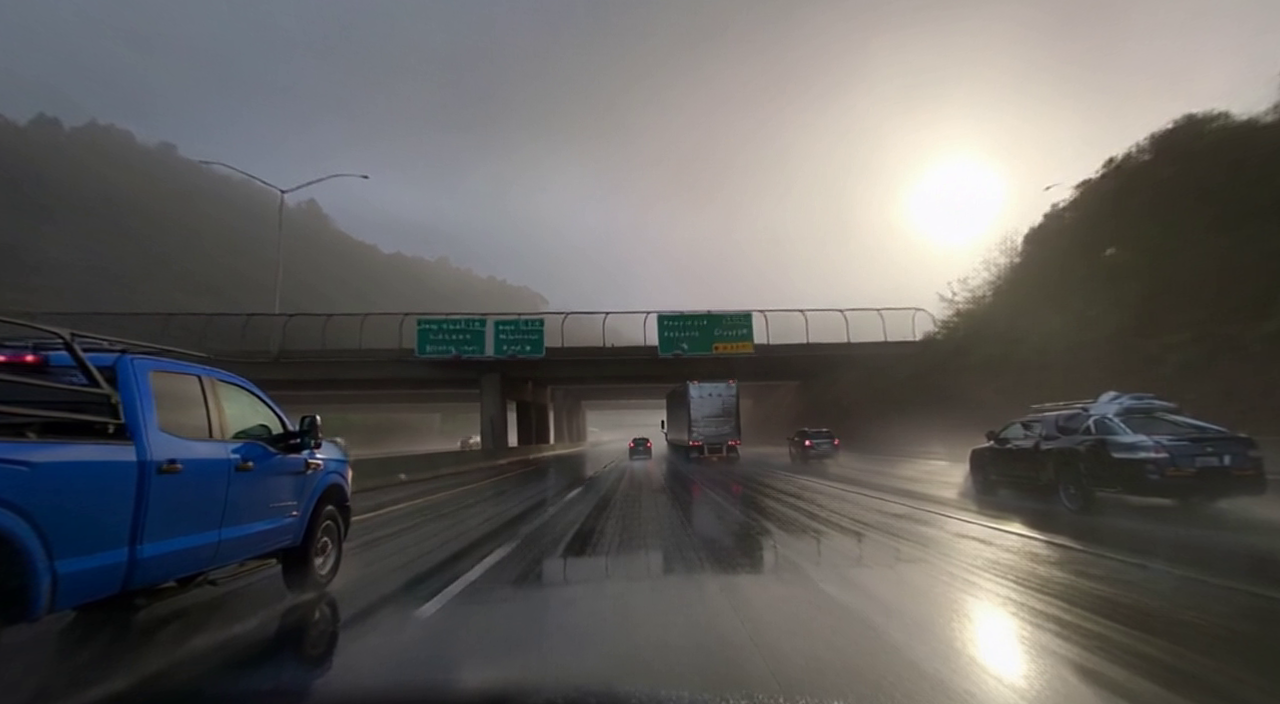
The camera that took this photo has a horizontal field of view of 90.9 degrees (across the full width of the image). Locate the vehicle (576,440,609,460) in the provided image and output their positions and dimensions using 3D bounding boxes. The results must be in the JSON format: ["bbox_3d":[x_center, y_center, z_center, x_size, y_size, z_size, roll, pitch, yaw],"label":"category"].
[{"bbox_3d":[-3.479,7.269,46.820,2.077,1.446,4.106,0,-8,0],"label":"vehicle"}]

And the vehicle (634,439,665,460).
[{"bbox_3d":[0.652,7.068,45.694,2.092,1.446,4.092,0,-8,0],"label":"vehicle"}]

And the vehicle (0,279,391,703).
[{"bbox_3d":[-4.123,0.862,3.762,2.599,2.054,6.288,0,-8,1],"label":"vehicle"}]

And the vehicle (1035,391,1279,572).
[{"bbox_3d":[7.075,1.419,7.274,1.999,1.700,4.640,0,-8,0],"label":"vehicle"}]

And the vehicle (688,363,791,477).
[{"bbox_3d":[4.017,3.365,28.916,2.885,4.036,12.891,0,-8,1],"label":"vehicle"}]
